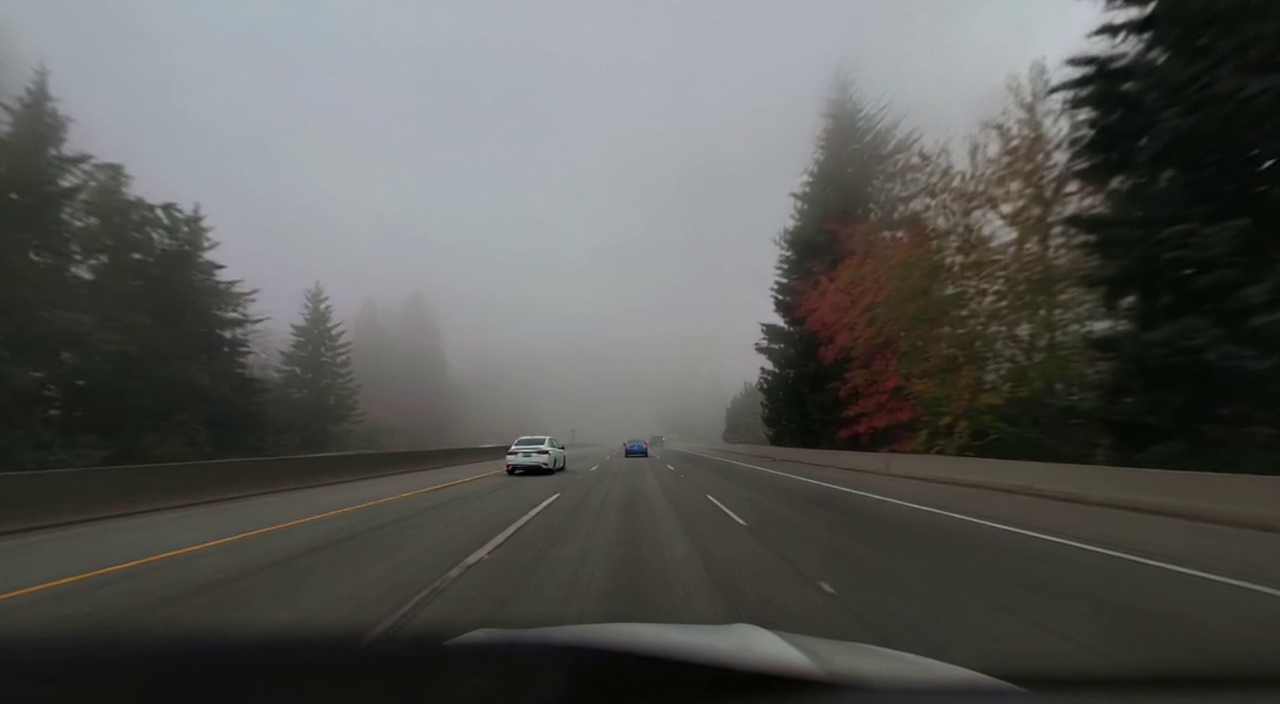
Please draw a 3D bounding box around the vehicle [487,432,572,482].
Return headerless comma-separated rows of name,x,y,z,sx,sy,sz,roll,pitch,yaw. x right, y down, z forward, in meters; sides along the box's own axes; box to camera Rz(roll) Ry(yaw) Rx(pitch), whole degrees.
vehicle,-3.605,3.530,21.432,2.103,1.507,4.367,0,-8,0
